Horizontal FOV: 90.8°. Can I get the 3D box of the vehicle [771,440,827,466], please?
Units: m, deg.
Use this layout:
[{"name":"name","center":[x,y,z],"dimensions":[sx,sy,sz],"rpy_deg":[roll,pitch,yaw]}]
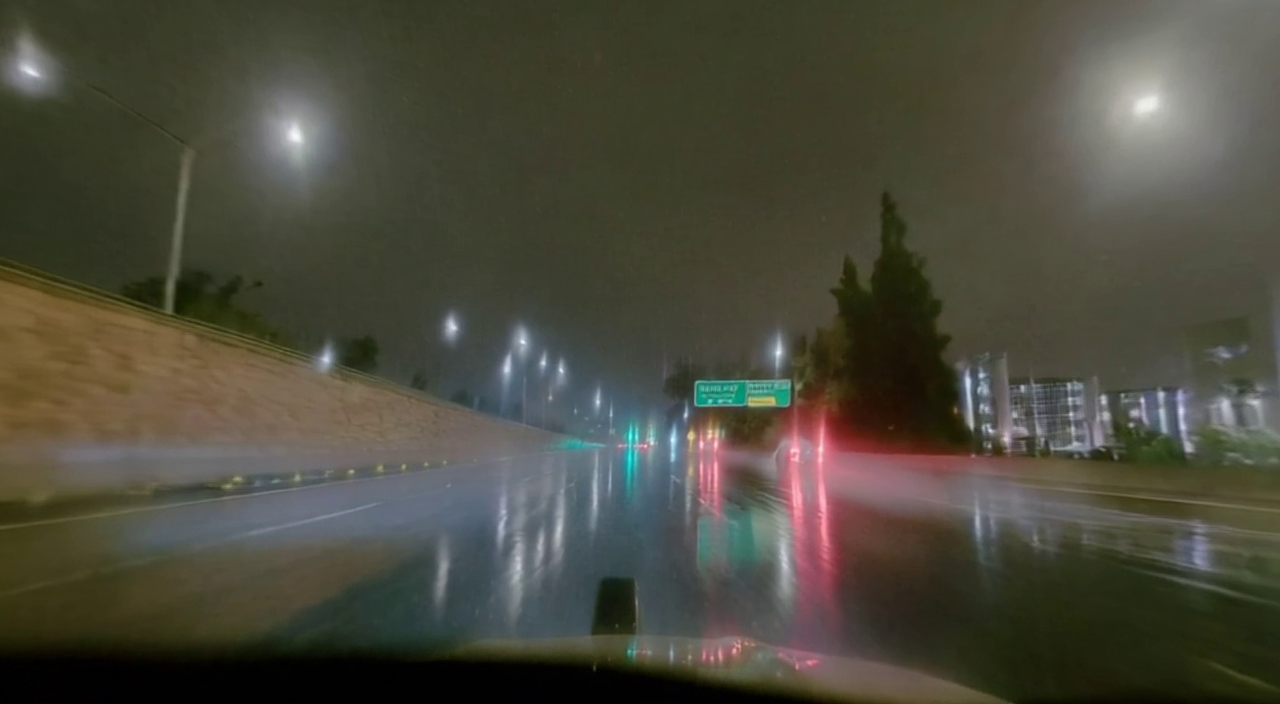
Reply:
[{"name":"vehicle","center":[10.327,6.596,41.482],"dimensions":[2.165,1.636,5.175],"rpy_deg":[0,-8,-2]}]
